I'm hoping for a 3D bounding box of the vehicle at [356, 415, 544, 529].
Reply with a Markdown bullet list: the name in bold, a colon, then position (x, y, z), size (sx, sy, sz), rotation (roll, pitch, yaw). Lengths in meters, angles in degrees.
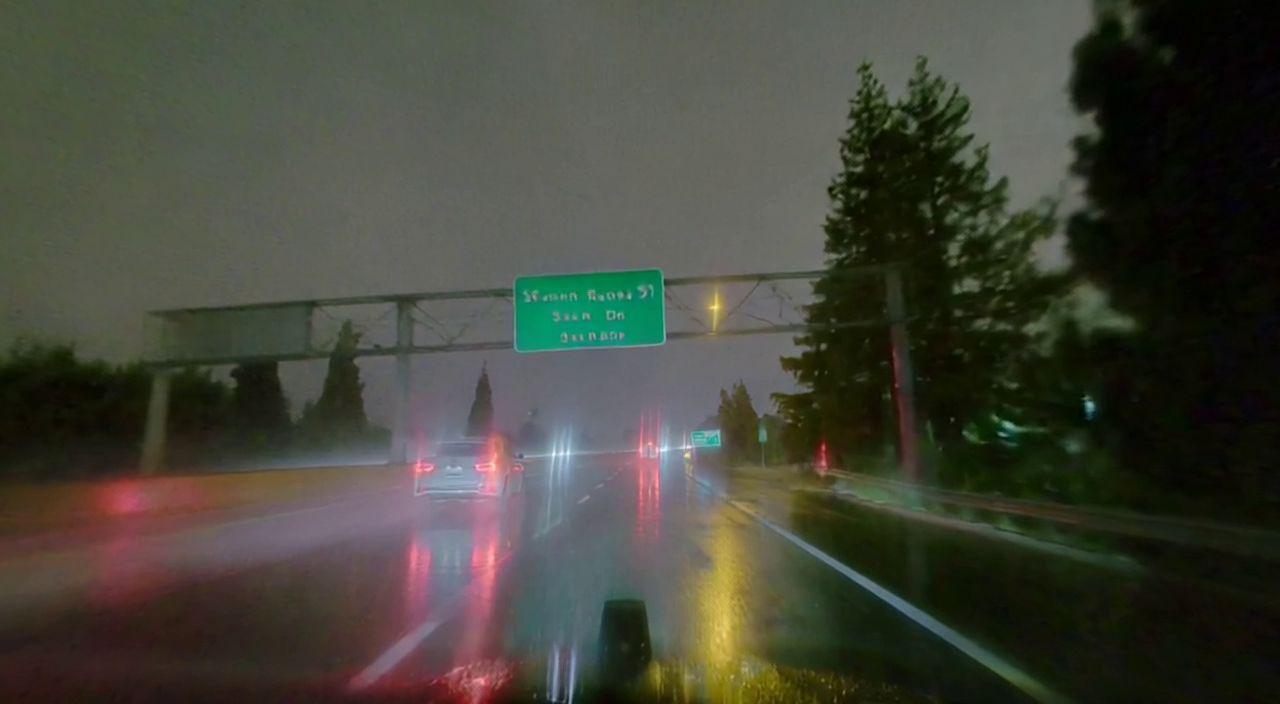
- **vehicle**: position (-3.538, 2.402, 13.249), size (2.143, 1.851, 5.817), rotation (0, -9, 0)
